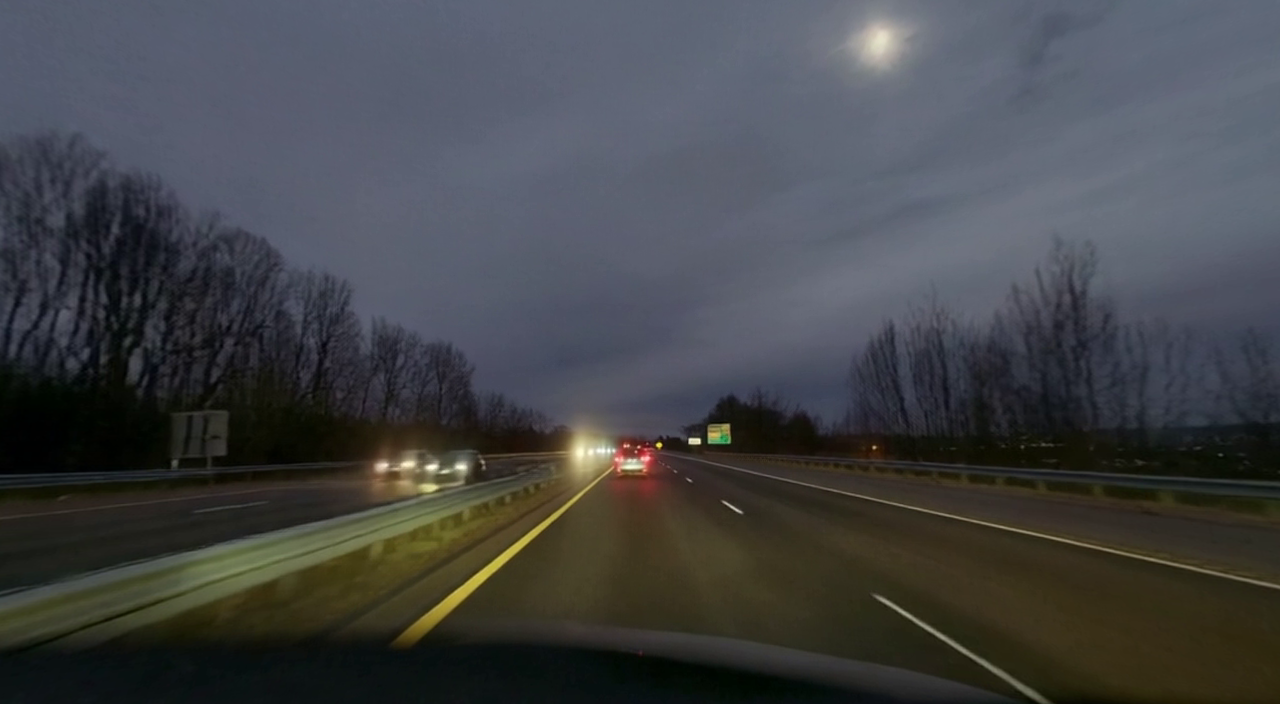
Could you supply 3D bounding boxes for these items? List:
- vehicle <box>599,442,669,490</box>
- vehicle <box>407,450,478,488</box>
[{"bbox_3d":[-0.255,3.981,22.177,2.244,1.506,4.097,0,-9,-1],"label":"vehicle"},{"bbox_3d":[-8.657,5.134,27.805,1.889,1.493,4.022,0,-9,-1],"label":"vehicle"}]
